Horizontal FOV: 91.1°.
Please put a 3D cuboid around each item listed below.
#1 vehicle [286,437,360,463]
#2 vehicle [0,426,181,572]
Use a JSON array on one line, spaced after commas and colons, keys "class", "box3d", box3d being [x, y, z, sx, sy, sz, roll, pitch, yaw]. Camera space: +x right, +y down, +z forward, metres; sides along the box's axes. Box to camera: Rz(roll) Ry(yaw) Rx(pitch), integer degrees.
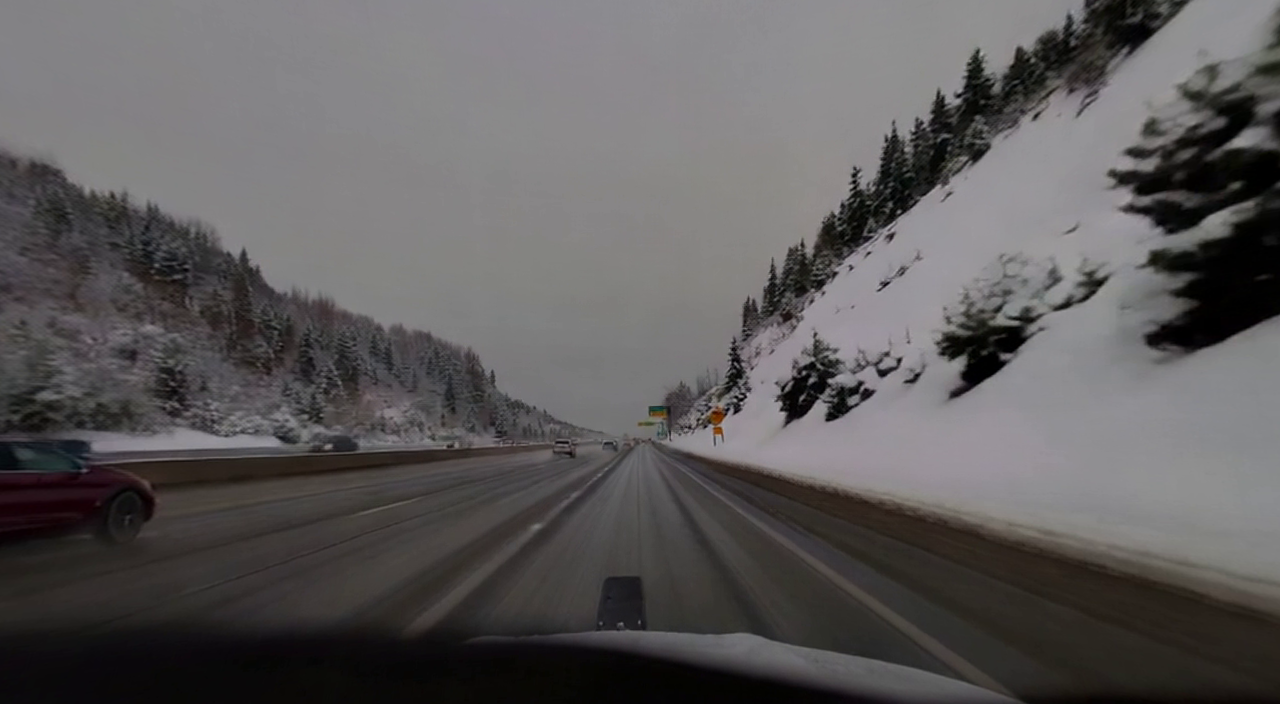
[{"class": "vehicle", "box3d": [-21.655, 6.716, 43.173, 2.105, 1.664, 5.527, 0, -8, 1]}, {"class": "vehicle", "box3d": [-7.472, 1.507, 6.474, 1.949, 1.465, 4.563, 0, -8, 1]}]
